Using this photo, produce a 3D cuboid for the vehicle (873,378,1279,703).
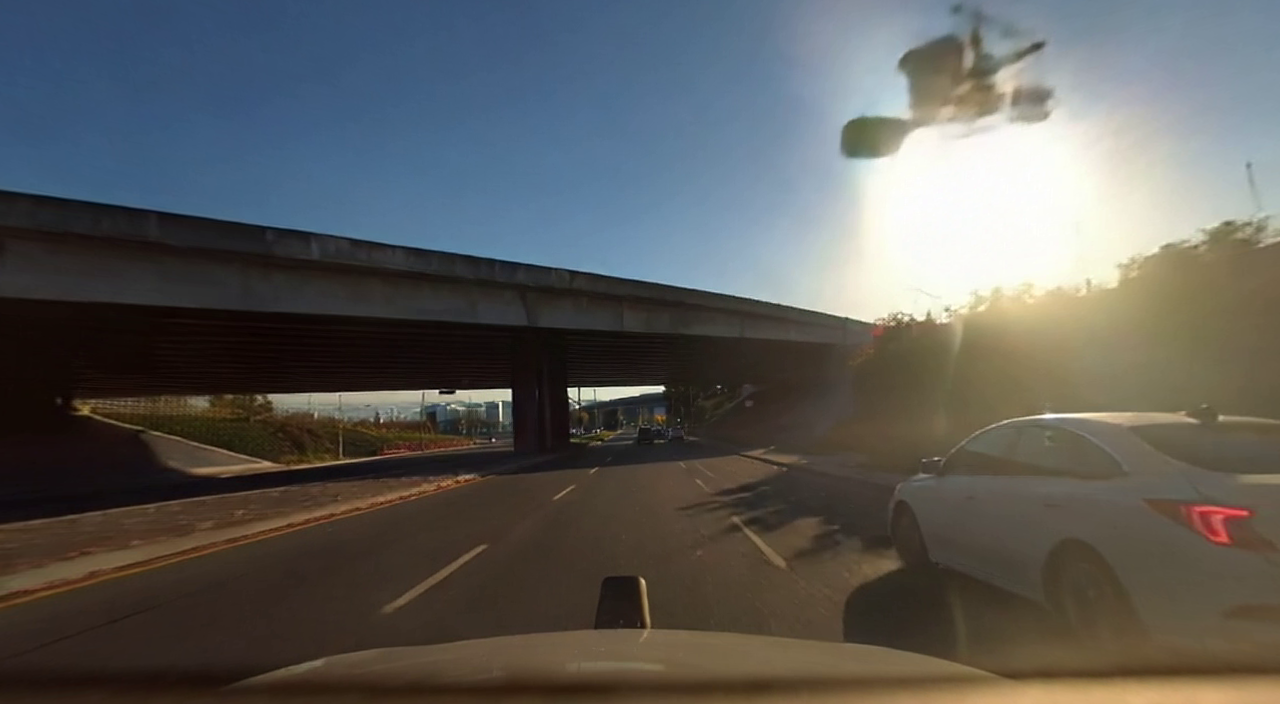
[{"bbox_3d":[3.535,1.173,4.441,2.063,1.542,4.420,0,-9,0],"label":"vehicle"}]
